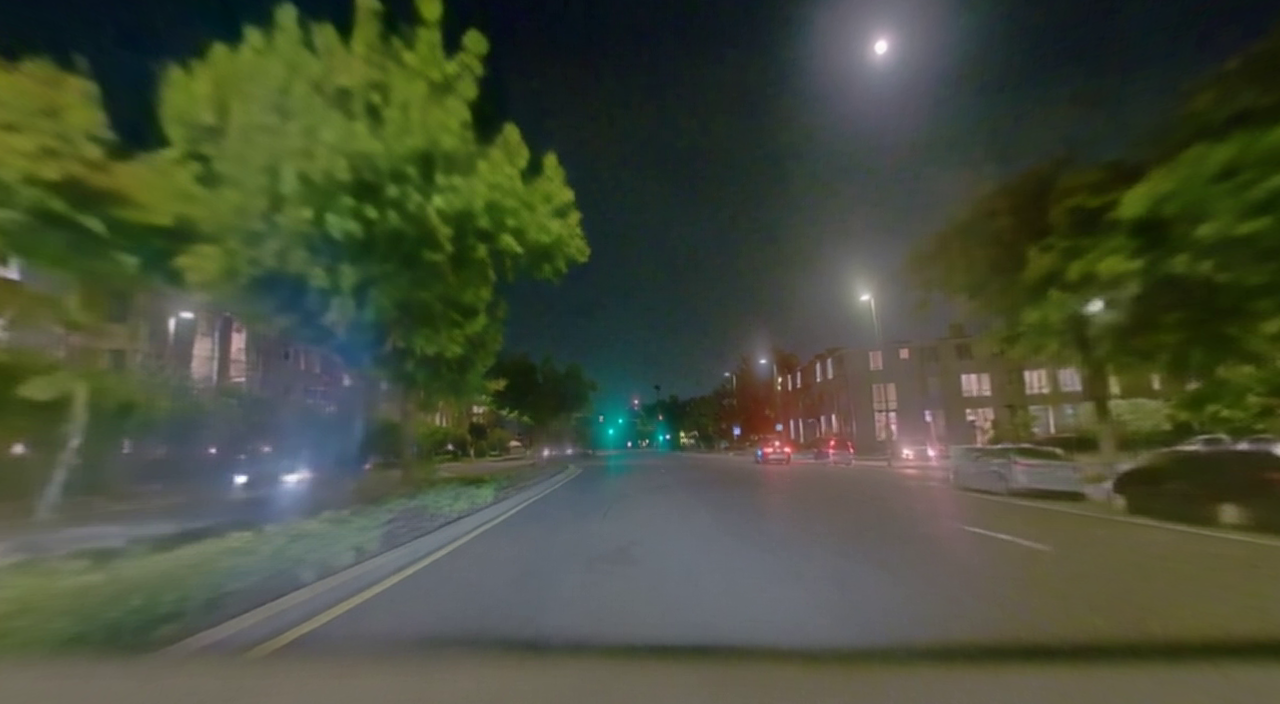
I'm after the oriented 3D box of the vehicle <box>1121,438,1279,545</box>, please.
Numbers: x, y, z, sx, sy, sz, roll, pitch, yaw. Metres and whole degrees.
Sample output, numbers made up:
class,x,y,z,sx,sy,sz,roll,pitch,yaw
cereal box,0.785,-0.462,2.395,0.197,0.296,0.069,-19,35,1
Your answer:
class,x,y,z,sx,sy,sz,roll,pitch,yaw
vehicle,9.736,1.963,9.036,1.930,1.453,4.665,0,-9,-1

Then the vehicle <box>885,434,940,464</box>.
class,x,y,z,sx,sy,sz,roll,pitch,yaw
vehicle,17.059,6.111,39.663,2.630,1.808,1.657,-1,-8,3

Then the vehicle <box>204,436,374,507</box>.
class,x,y,z,sx,sy,sz,roll,pitch,yaw
vehicle,-10.119,3.463,18.843,2.108,1.794,4.995,0,-8,1

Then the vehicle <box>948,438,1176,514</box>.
class,x,y,z,sx,sy,sz,roll,pitch,yaw
vehicle,9.558,2.818,14.928,1.898,1.477,4.695,0,-9,-4
